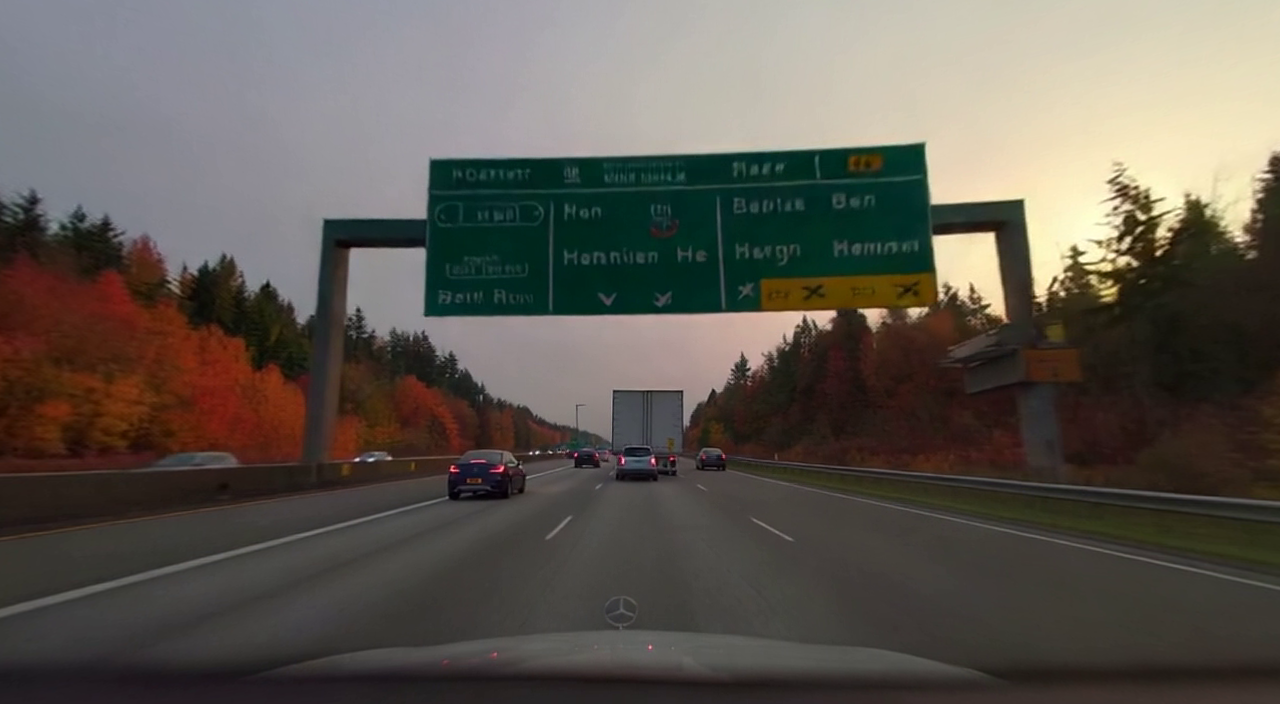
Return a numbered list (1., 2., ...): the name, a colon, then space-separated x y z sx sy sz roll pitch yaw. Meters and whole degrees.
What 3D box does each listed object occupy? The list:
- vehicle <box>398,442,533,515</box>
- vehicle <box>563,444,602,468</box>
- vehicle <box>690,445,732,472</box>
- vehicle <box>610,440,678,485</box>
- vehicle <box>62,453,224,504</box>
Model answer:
1. vehicle: -3.943 2.932 14.977 2.017 1.469 4.113 0 -9 0
2. vehicle: -4.260 7.834 47.287 2.545 1.679 4.267 0 -9 0
3. vehicle: 4.314 6.579 38.825 2.035 1.571 4.413 0 -9 0
4. vehicle: 0.146 4.584 26.289 2.634 1.679 4.070 0 -9 -1
5. vehicle: -17.966 4.555 23.044 2.003 1.593 4.777 0 -9 0
